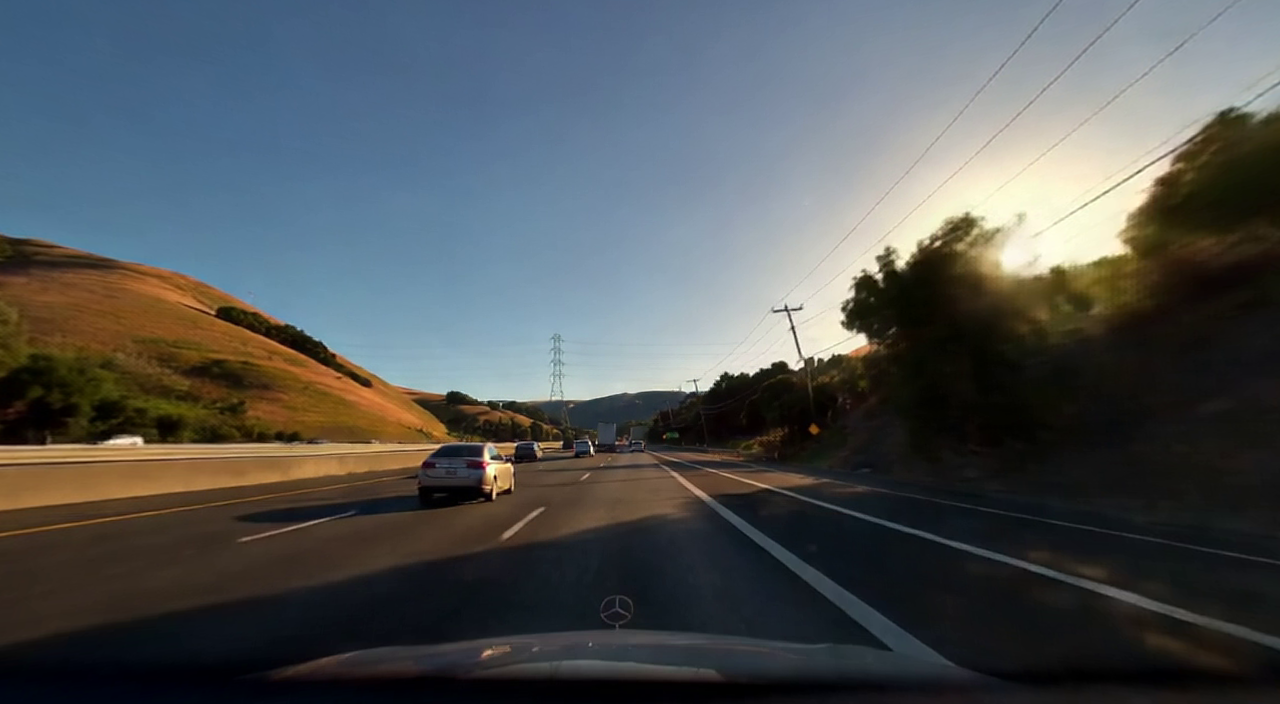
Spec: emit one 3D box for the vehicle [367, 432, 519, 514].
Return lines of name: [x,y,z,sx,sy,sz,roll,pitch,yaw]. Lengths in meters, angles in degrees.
vehicle: [-4.121,2.610,14.116,1.963,1.533,4.477,0,-9,0]

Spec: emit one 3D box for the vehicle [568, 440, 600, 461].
vehicle: [-4.136,7.339,47.163,2.038,1.533,4.103,0,-9,-1]

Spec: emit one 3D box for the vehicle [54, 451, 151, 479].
vehicle: [-29.891,6.261,35.295,1.916,1.471,3.905,0,-9,1]
